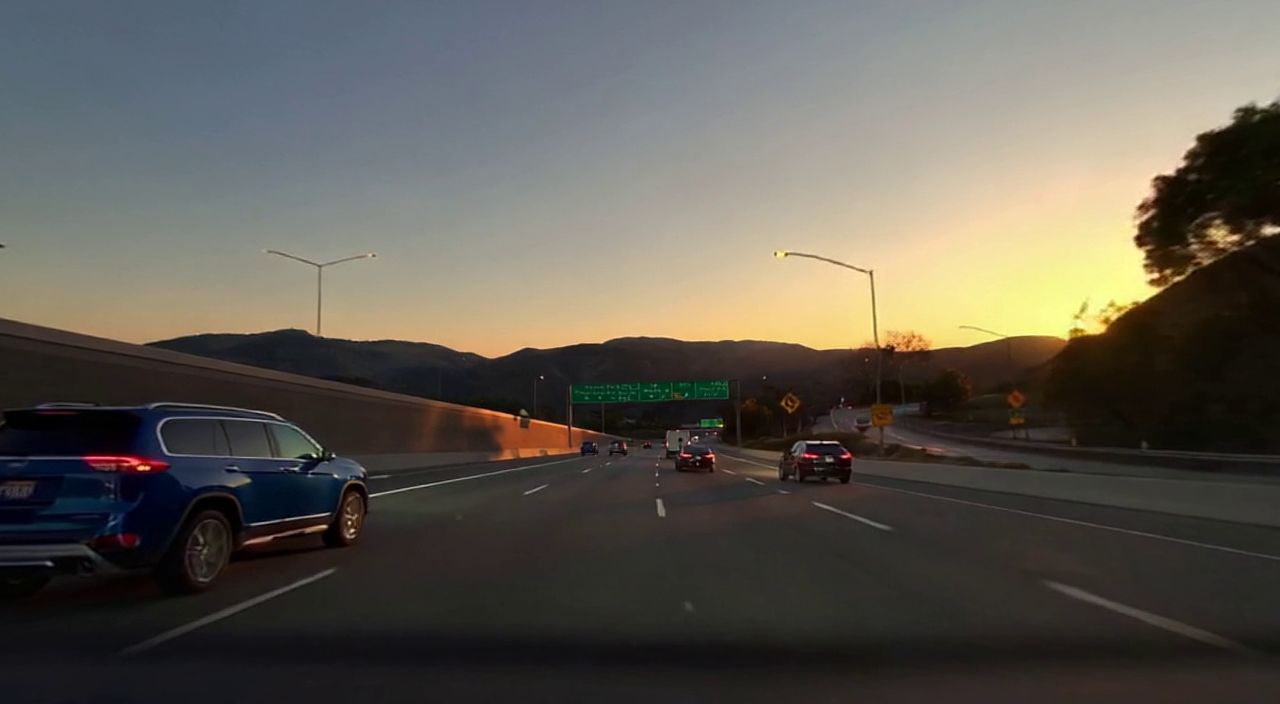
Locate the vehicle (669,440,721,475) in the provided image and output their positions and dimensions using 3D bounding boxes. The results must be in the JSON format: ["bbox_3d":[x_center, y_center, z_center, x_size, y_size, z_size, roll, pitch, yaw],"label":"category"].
[{"bbox_3d":[2.574,5.064,30.582,2.108,1.509,5.059,0,-8,1],"label":"vehicle"}]

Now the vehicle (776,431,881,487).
[{"bbox_3d":[6.366,3.690,22.052,2.184,1.712,4.856,0,-8,0],"label":"vehicle"}]

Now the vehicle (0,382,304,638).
[{"bbox_3d":[-5.126,1.229,5.494,2.000,1.646,4.201,0,-8,1],"label":"vehicle"}]
